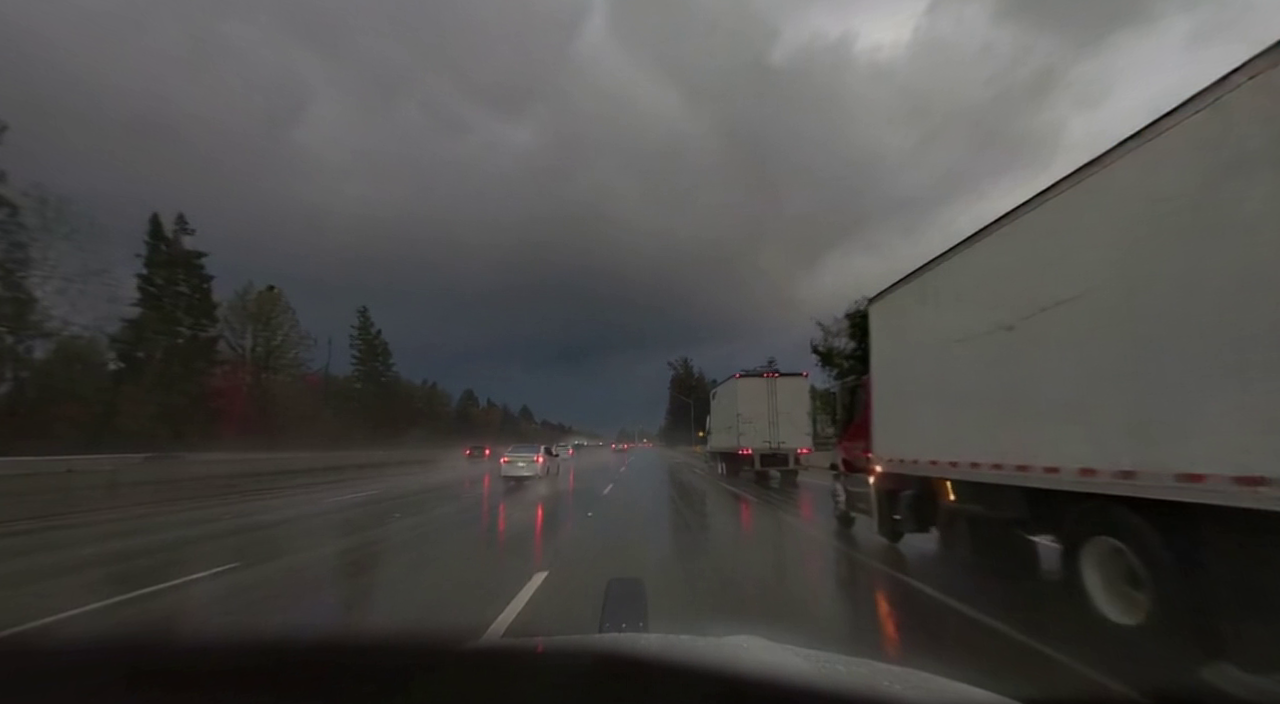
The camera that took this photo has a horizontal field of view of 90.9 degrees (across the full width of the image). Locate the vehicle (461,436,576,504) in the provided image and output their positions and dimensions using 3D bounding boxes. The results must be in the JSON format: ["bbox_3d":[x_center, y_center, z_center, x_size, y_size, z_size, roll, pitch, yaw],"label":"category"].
[{"bbox_3d":[-2.890,2.904,16.027,1.981,1.473,4.317,0,-8,1],"label":"vehicle"}]

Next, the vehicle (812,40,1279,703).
[{"bbox_3d":[4.011,0.679,5.762,2.732,3.052,7.118,0,-8,-1],"label":"vehicle"}]
